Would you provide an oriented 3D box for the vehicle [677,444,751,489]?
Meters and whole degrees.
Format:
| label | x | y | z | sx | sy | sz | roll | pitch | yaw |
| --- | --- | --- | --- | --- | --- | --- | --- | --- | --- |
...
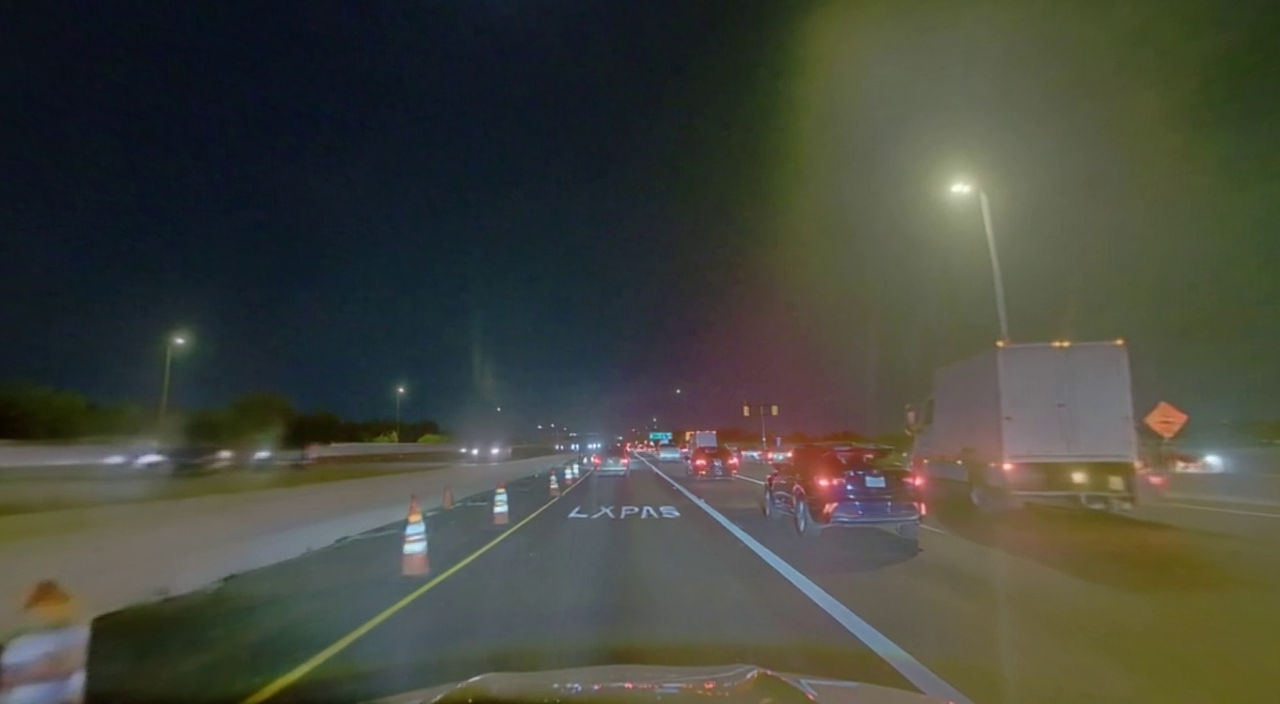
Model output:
| label | x | y | z | sx | sy | sz | roll | pitch | yaw |
| --- | --- | --- | --- | --- | --- | --- | --- | --- | --- |
| vehicle | 2.607 | 4.172 | 23.379 | 2.042 | 1.460 | 4.451 | 0 | -9 | -3 |

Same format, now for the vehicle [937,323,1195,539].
| label | x | y | z | sx | sy | sz | roll | pitch | yaw |
| --- | --- | --- | --- | --- | --- | --- | --- | --- | --- |
| vehicle | 7.672 | 1.493 | 11.927 | 2.575 | 3.519 | 2.984 | 0 | -9 | 2 |

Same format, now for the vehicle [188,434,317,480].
| label | x | y | z | sx | sy | sz | roll | pitch | yaw |
| --- | --- | --- | --- | --- | --- | --- | --- | --- | --- |
| vehicle | -13.639 | 3.738 | 22.622 | 1.828 | 1.471 | 4.406 | 0 | -9 | 0 |

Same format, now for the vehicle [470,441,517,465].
| label | x | y | z | sx | sy | sz | roll | pitch | yaw |
| --- | --- | --- | --- | --- | --- | --- | --- | --- | --- |
| vehicle | -9.839 | 6.844 | 42.788 | 2.007 | 1.555 | 4.466 | 0 | -9 | 1 |

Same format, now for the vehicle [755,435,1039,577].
| label | x | y | z | sx | sy | sz | roll | pitch | yaw |
| --- | --- | --- | --- | --- | --- | --- | --- | --- | --- |
| vehicle | 3.095 | 1.942 | 8.807 | 1.996 | 1.455 | 4.281 | 0 | -9 | -2 |

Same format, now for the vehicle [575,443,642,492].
| label | x | y | z | sx | sy | sz | roll | pitch | yaw |
| --- | --- | --- | --- | --- | --- | --- | --- | --- | --- |
| vehicle | -1.012 | 3.892 | 21.598 | 2.069 | 1.470 | 4.004 | 0 | -9 | -1 |
